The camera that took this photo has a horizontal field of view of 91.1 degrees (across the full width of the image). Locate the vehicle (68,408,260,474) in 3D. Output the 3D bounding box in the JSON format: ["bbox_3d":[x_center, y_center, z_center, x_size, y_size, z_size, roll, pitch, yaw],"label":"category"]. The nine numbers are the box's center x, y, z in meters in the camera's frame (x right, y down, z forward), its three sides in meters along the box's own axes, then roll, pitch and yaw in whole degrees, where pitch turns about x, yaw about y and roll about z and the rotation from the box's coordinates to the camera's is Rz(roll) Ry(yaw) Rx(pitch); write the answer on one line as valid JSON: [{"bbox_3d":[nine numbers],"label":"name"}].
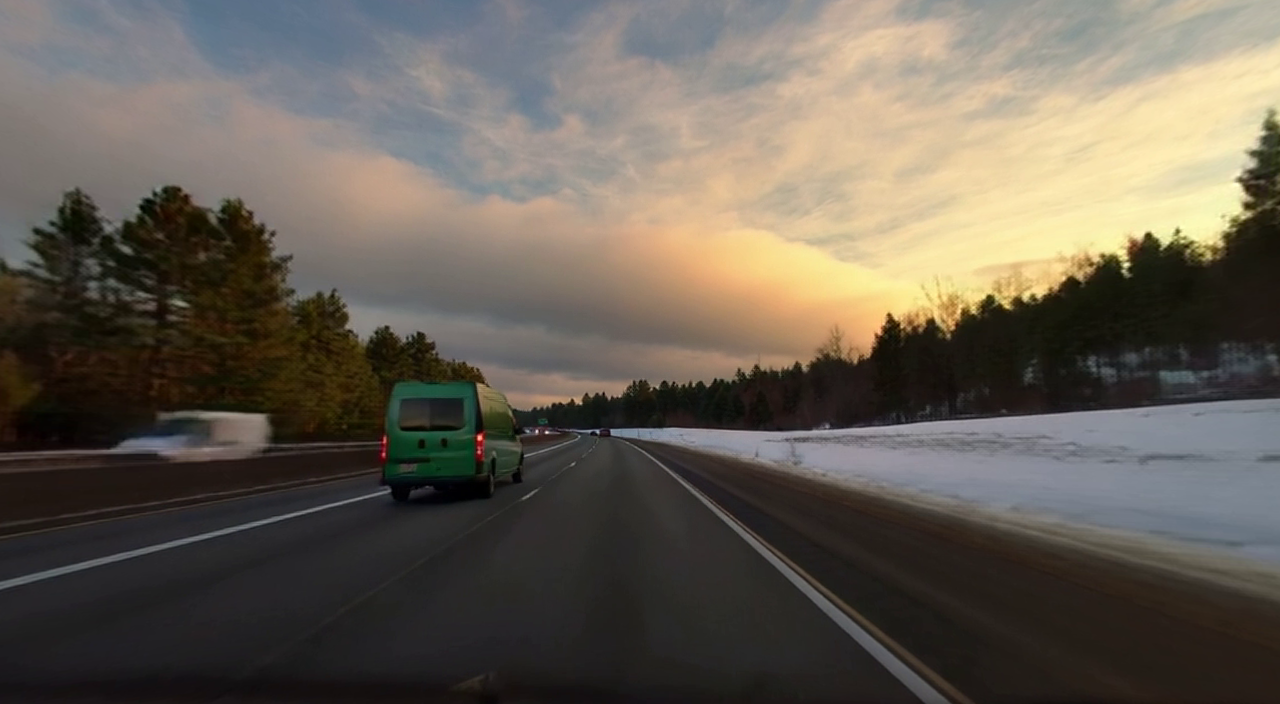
[{"bbox_3d":[-14.595,2.787,19.813,2.085,1.796,5.128,0,-8,-1],"label":"vehicle"}]

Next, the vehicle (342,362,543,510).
[{"bbox_3d":[-3.792,1.789,13.517,2.561,2.509,5.465,0,-8,-1],"label":"vehicle"}]
